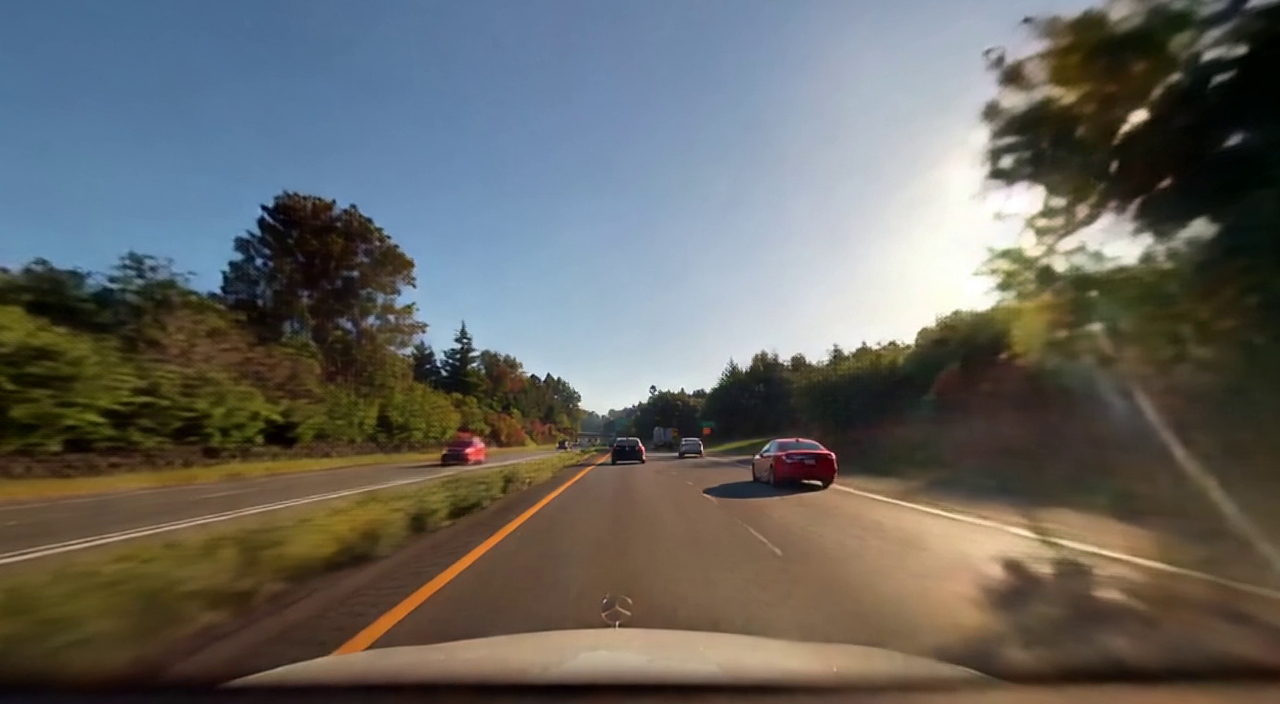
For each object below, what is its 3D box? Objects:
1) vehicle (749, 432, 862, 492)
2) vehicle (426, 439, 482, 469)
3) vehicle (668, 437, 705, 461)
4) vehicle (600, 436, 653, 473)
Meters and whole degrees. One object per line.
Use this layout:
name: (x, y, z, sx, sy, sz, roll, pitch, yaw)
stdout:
vehicle: (4.597, 3.098, 18.258, 2.066, 1.526, 4.216, 0, -8, -1)
vehicle: (-9.664, 5.310, 33.060, 1.855, 1.458, 3.717, 0, -8, -1)
vehicle: (3.045, 6.429, 42.115, 2.004, 1.469, 4.472, 0, -8, -2)
vehicle: (-0.584, 4.372, 27.274, 2.143, 1.466, 3.693, 0, -8, -1)
